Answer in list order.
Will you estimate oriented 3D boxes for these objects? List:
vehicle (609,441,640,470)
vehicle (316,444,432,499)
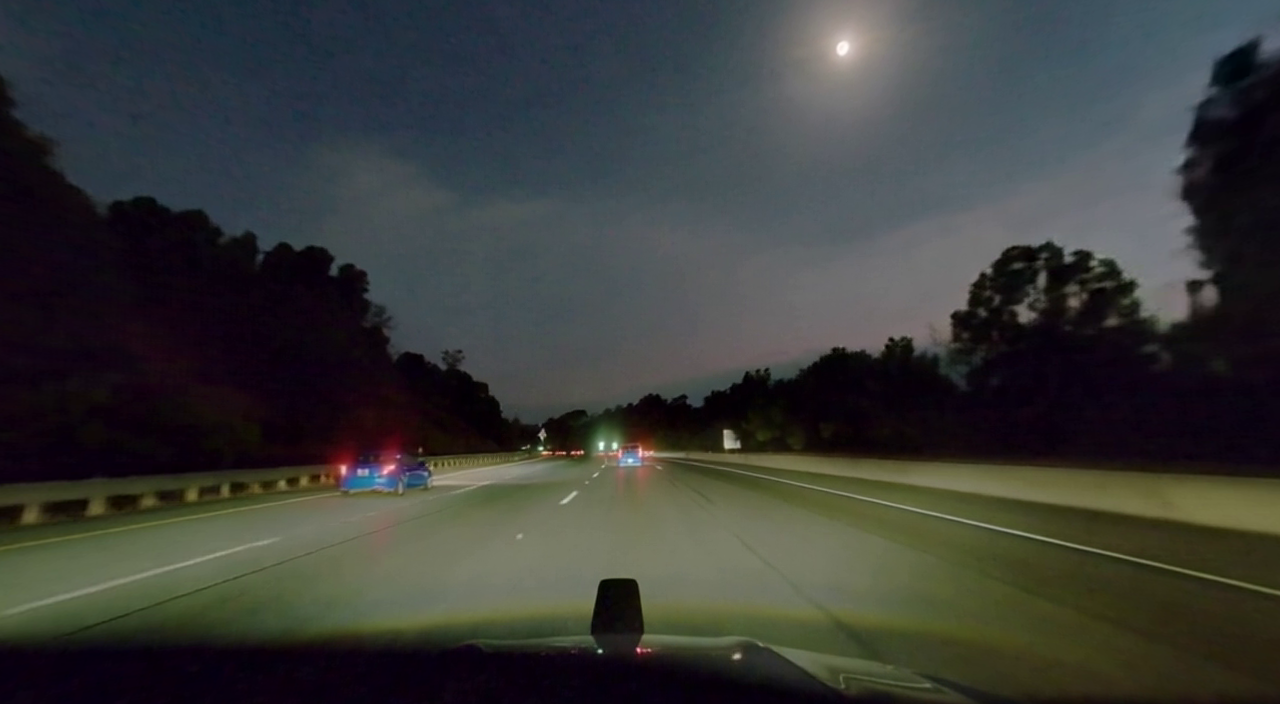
[{"bbox_3d":[-1.109,7.152,43.779,1.990,1.878,4.079,0,-9,-3],"label":"vehicle"},{"bbox_3d":[-7.934,3.572,19.287,1.915,1.479,3.843,0,-9,-1],"label":"vehicle"}]
